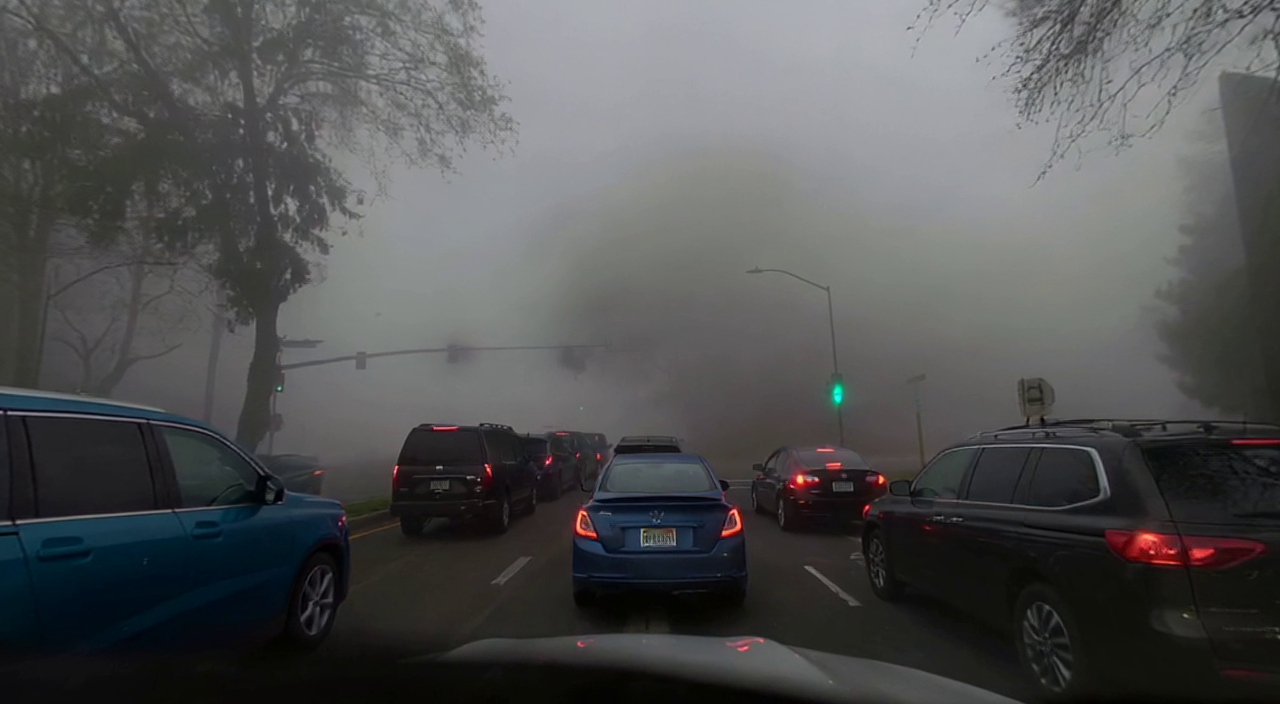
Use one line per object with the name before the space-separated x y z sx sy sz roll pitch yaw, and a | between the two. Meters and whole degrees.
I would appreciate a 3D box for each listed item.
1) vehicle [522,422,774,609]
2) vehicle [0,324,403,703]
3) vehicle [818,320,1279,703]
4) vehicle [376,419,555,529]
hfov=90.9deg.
vehicle | 0.037 1.611 7.117 2.021 1.490 3.948 0 -8 -1
vehicle | -3.106 0.960 3.325 1.982 1.721 4.261 0 -8 1
vehicle | 3.223 1.123 4.887 2.141 1.833 4.704 0 -8 -2
vehicle | -3.167 2.331 12.661 2.117 1.772 4.619 0 -8 2
